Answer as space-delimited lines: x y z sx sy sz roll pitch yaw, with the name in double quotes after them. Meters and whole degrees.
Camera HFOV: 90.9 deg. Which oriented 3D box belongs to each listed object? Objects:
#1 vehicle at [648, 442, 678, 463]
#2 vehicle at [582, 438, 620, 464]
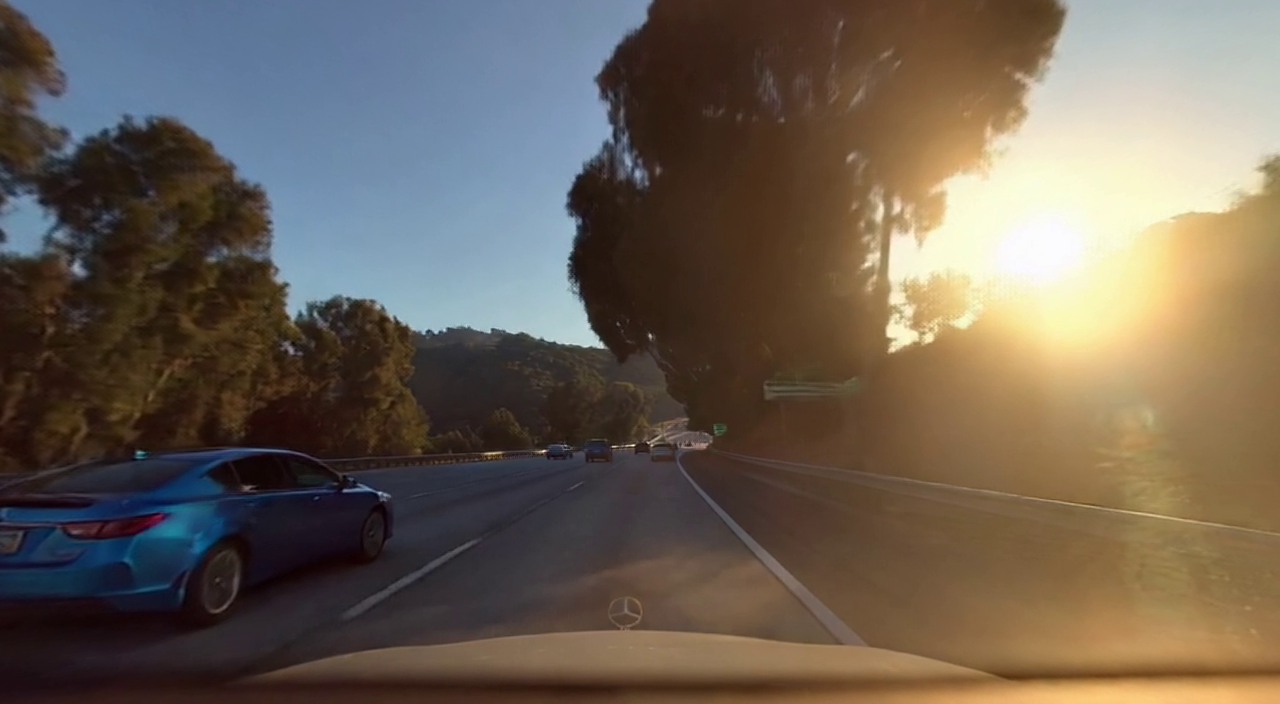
1.691 7.233 45.620 2.113 1.464 4.073 0 -8 3 "vehicle"
-2.612 6.776 43.307 2.071 1.716 4.363 0 -8 4 "vehicle"
